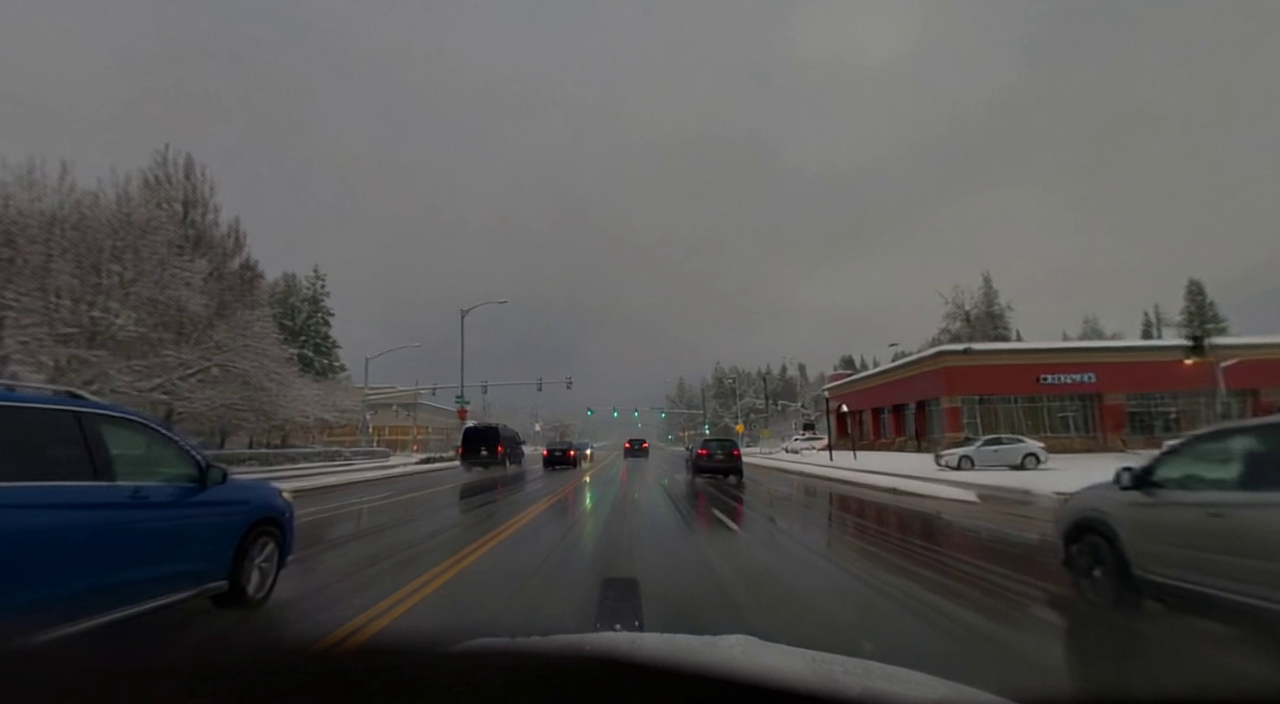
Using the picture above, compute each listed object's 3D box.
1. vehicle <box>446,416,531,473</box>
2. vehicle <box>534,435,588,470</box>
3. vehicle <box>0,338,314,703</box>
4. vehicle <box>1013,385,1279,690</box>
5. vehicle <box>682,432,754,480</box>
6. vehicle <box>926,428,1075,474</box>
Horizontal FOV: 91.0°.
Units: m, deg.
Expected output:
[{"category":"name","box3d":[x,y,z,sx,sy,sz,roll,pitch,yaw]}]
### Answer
[{"category":"vehicle","box3d":[-7.609,4.799,32.624,2.863,2.592,6.410,0,-9,-1]},{"category":"vehicle","box3d":[-4.031,5.265,33.059,2.133,1.677,4.727,0,-9,1]},{"category":"vehicle","box3d":[-3.927,0.903,3.408,2.038,1.748,4.303,0,-9,-1]},{"category":"vehicle","box3d":[4.573,1.067,3.730,2.080,1.661,4.324,0,-9,1]},{"category":"vehicle","box3d":[3.074,4.250,25.941,2.167,1.792,4.835,1,-9,-2]},{"category":"vehicle","box3d":[14.426,3.993,25.407,4.626,1.562,2.159,-2,-8,-3]}]
